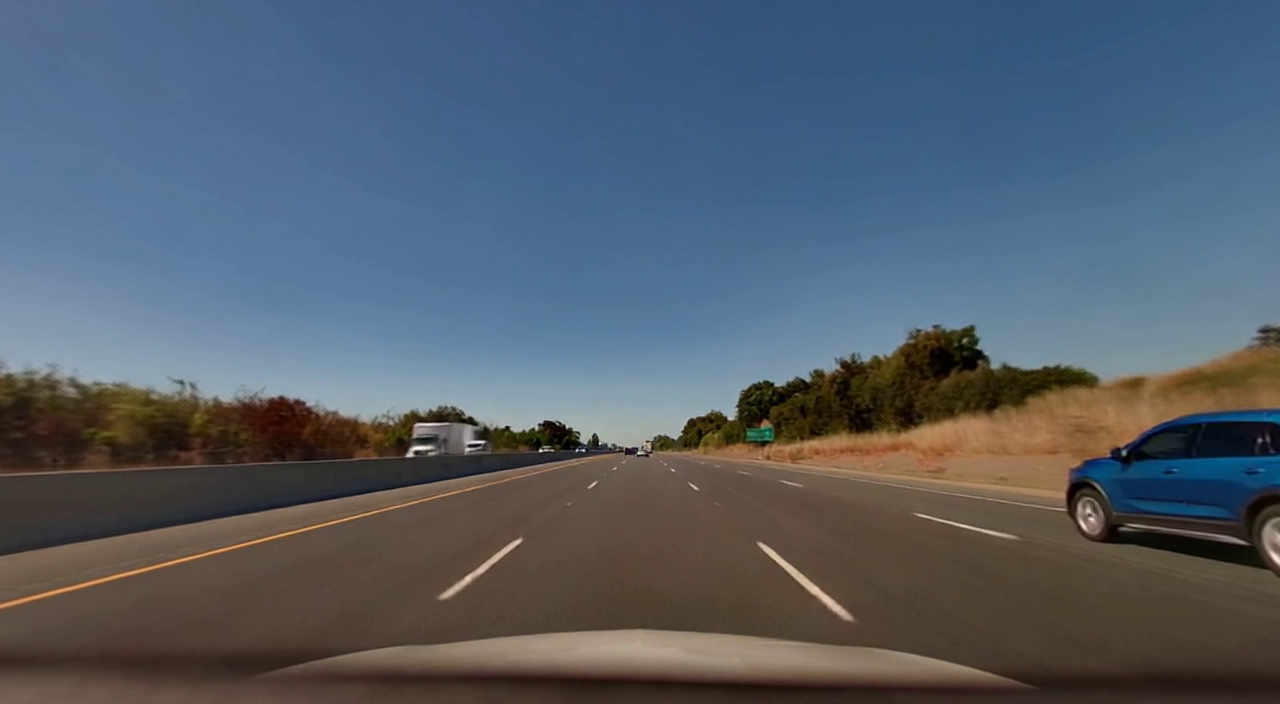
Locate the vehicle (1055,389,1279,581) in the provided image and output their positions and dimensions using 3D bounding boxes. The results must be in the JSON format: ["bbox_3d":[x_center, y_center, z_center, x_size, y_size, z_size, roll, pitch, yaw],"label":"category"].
[{"bbox_3d":[7.323,1.391,6.764,2.186,1.848,5.136,0,-9,0],"label":"vehicle"}]

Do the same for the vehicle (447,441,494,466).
[{"bbox_3d":[-12.771,7.696,47.808,2.080,1.752,4.892,0,-9,2],"label":"vehicle"}]
